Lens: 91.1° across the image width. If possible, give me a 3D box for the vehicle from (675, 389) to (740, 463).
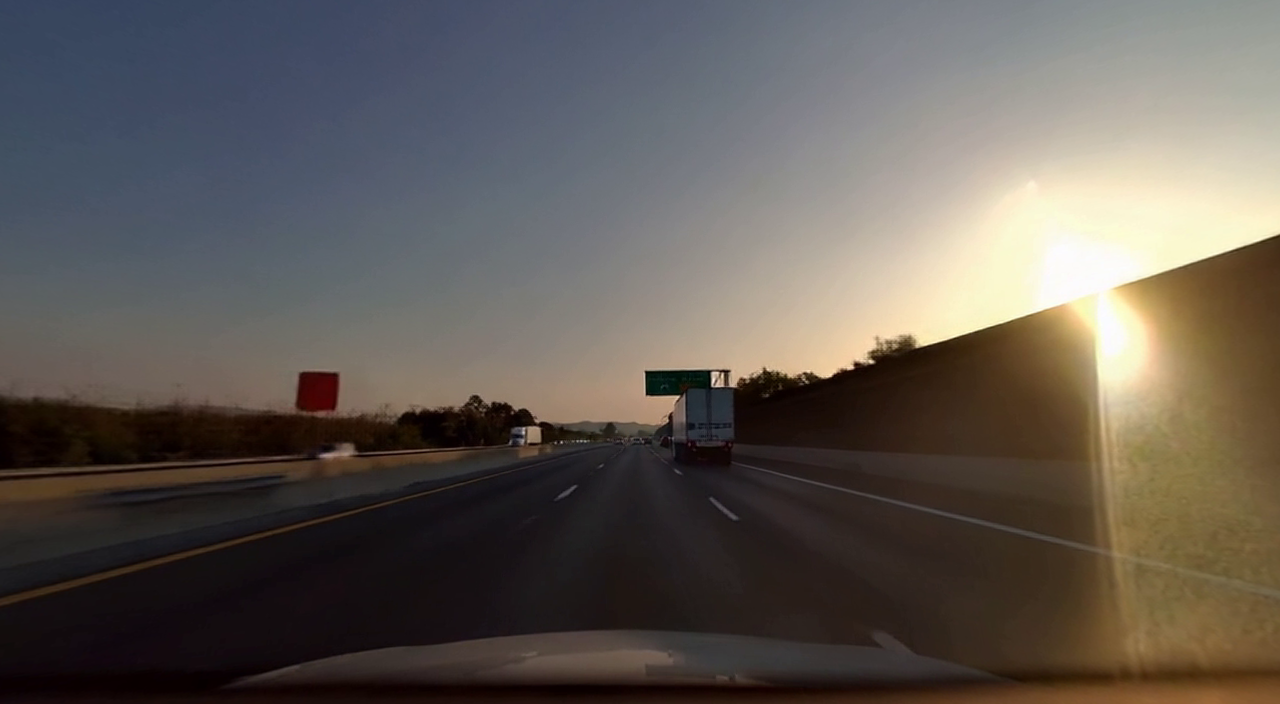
[{"bbox_3d":[3.843,4.562,37.897,2.840,3.947,8.920,0,-8,0],"label":"vehicle"}]
